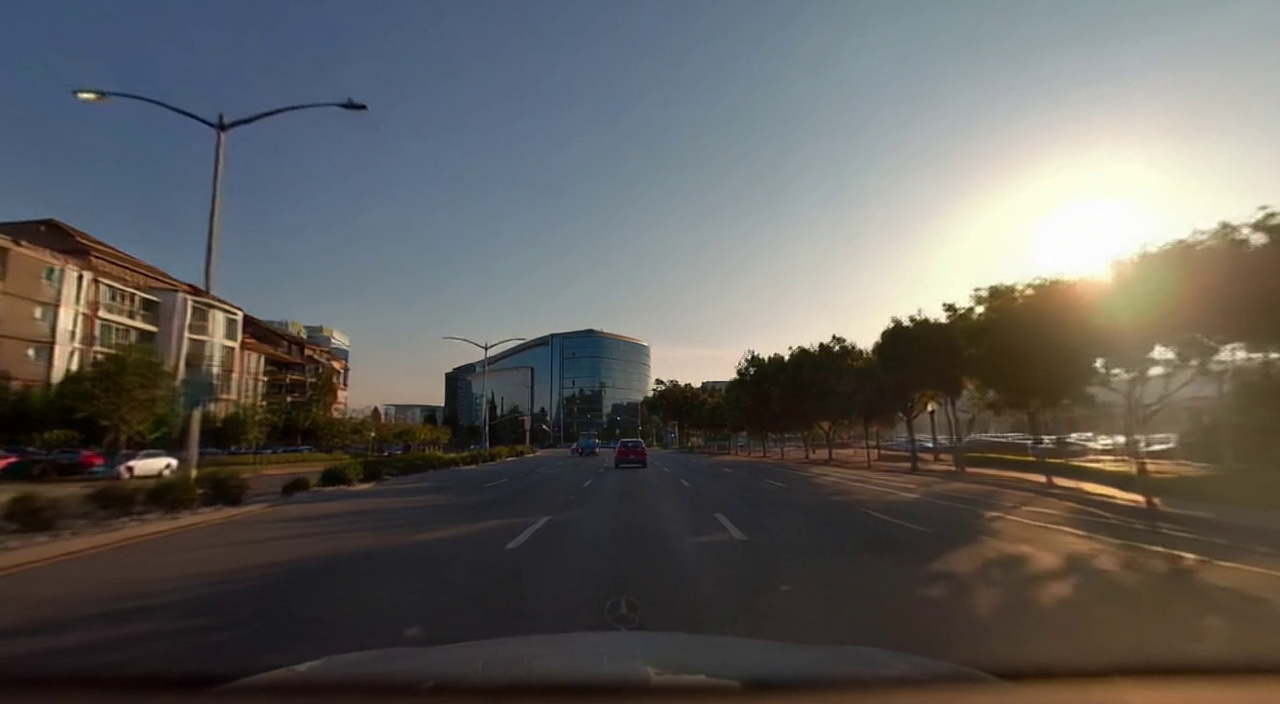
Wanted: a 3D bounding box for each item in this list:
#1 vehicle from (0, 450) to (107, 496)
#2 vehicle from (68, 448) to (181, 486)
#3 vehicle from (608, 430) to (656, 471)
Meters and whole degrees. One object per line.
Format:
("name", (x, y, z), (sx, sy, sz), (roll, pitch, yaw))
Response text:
("vehicle", (-26.769, 5.270, 27.987), (1.992, 1.798, 4.987), (0, -8, -1))
("vehicle", (-27.062, 6.013, 33.452), (1.978, 1.835, 4.932), (0, -8, -3))
("vehicle", (-0.424, 4.965, 32.011), (2.260, 1.872, 4.578), (0, -8, -1))
